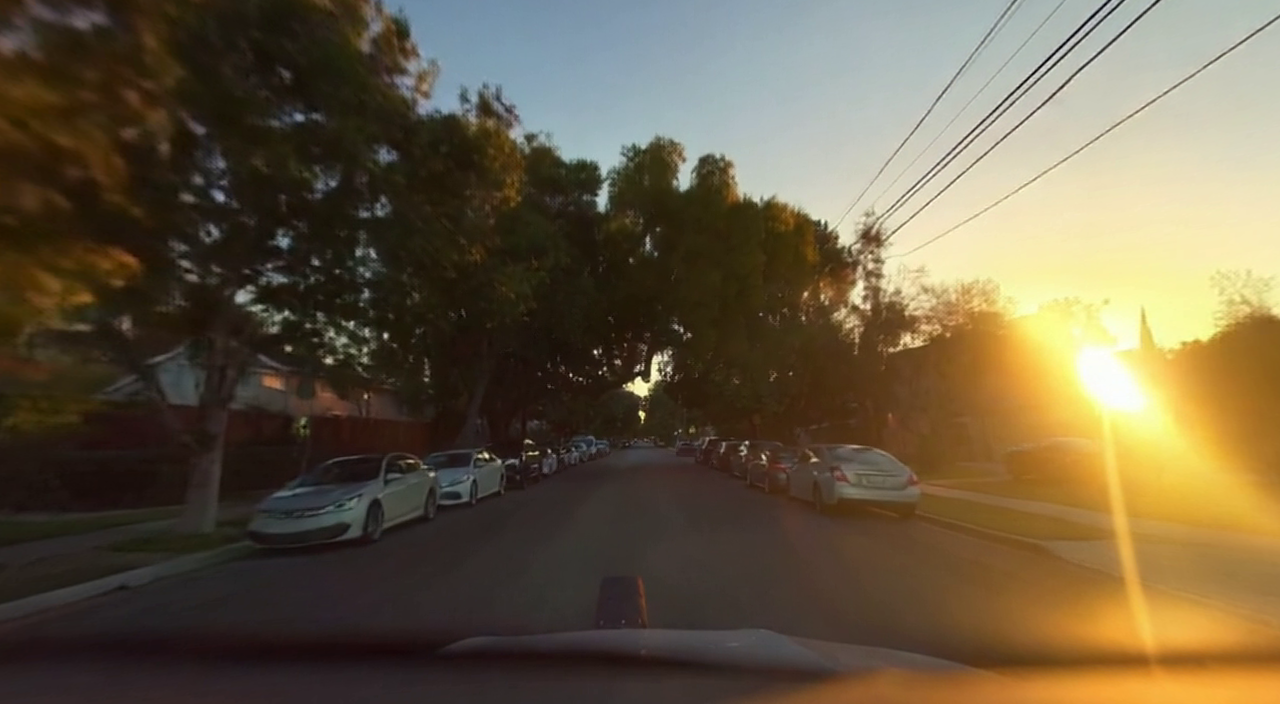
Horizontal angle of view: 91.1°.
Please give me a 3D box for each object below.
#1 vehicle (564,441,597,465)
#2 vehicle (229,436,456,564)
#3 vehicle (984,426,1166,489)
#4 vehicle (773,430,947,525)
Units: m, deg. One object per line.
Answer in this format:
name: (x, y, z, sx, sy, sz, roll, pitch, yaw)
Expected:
vehicle: (-4.341, 7.414, 46.369, 2.013, 1.645, 4.318, 0, -8, 0)
vehicle: (-4.547, 2.242, 10.423, 1.870, 1.562, 4.212, -3, -8, -2)
vehicle: (11.185, 2.747, 16.575, 1.968, 1.446, 3.961, 0, -8, 0)
vehicle: (4.074, 2.380, 12.531, 1.862, 1.525, 4.421, 0, -8, 0)
